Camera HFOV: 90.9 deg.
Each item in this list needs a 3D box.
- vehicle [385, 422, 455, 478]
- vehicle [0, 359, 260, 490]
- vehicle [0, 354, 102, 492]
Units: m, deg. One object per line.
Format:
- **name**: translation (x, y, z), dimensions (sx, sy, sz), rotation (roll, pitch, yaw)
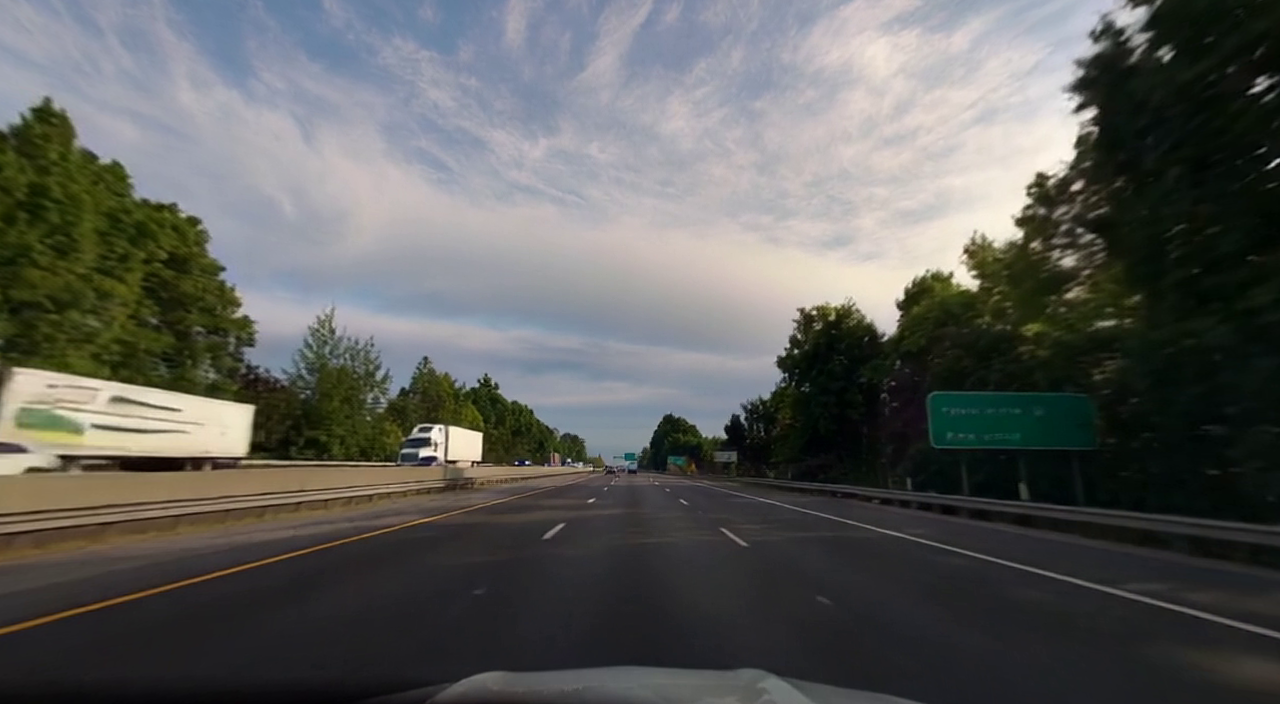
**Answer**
- **vehicle**: translation (-16.288, 7.404, 47.208), dimensions (2.975, 3.883, 5.859), rotation (1, -11, 0)
- **vehicle**: translation (-19.854, 3.176, 24.153), dimensions (2.745, 3.746, 12.715), rotation (1, -10, -1)
- **vehicle**: translation (-19.715, 2.054, 18.155), dimensions (2.969, 3.859, 5.793), rotation (1, -10, -1)
